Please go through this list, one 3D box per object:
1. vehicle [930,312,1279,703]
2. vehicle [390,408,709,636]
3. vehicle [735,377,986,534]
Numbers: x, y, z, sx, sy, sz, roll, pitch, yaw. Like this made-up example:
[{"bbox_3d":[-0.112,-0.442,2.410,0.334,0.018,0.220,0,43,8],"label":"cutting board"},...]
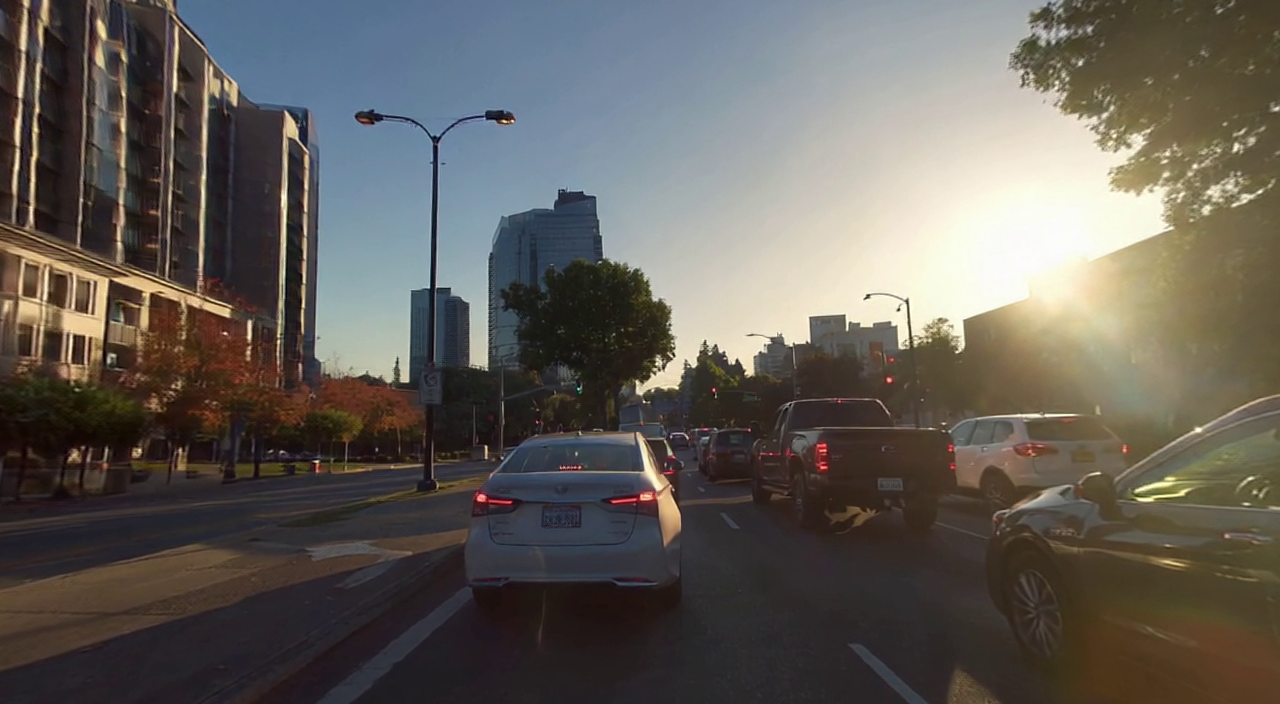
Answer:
[{"bbox_3d":[3.165,0.756,2.235,2.024,1.723,4.714,0,-8,0],"label":"vehicle"},{"bbox_3d":[-0.576,1.476,6.478,2.172,1.536,4.250,0,-8,1],"label":"vehicle"},{"bbox_3d":[3.527,1.882,11.776,2.497,2.186,5.890,0,-8,0],"label":"vehicle"}]
